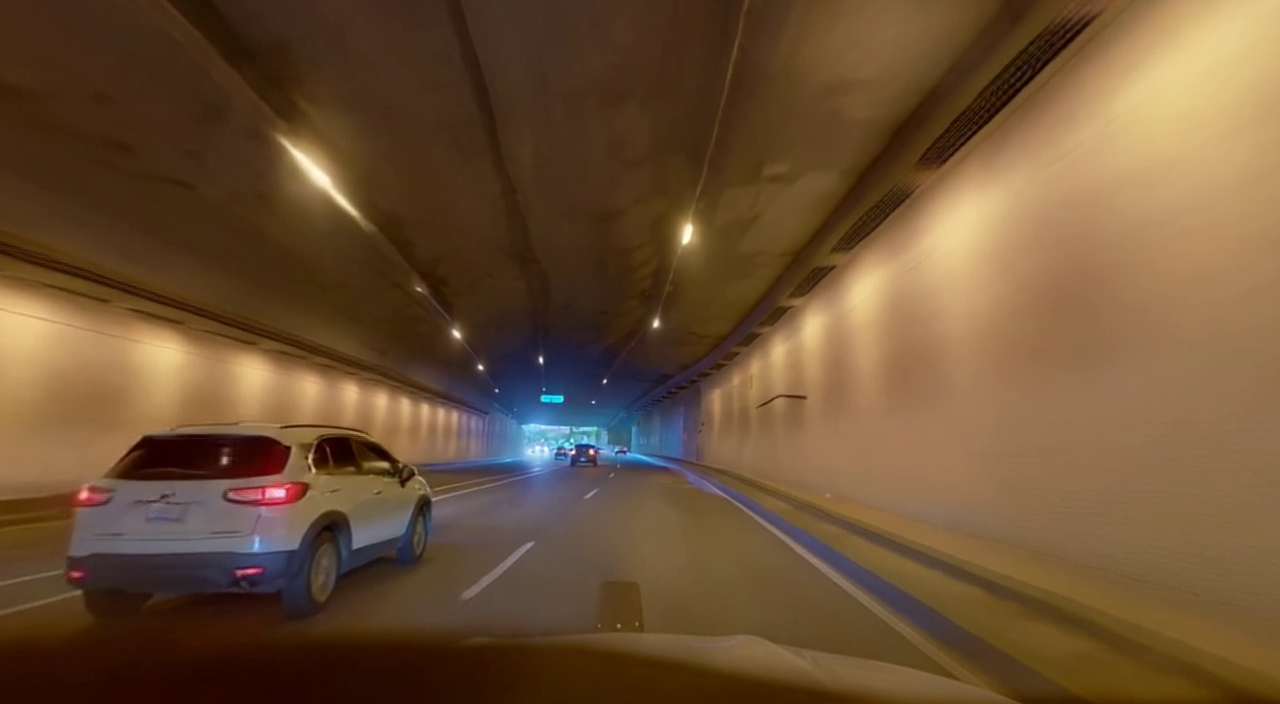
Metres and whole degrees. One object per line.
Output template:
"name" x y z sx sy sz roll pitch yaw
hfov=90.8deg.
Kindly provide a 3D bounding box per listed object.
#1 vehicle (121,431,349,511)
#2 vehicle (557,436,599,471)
"vehicle" -8.351 2.485 13.687 1.963 1.414 4.567 0 -8 -1
"vehicle" -3.323 5.540 34.613 1.961 1.725 4.315 0 -8 -1
